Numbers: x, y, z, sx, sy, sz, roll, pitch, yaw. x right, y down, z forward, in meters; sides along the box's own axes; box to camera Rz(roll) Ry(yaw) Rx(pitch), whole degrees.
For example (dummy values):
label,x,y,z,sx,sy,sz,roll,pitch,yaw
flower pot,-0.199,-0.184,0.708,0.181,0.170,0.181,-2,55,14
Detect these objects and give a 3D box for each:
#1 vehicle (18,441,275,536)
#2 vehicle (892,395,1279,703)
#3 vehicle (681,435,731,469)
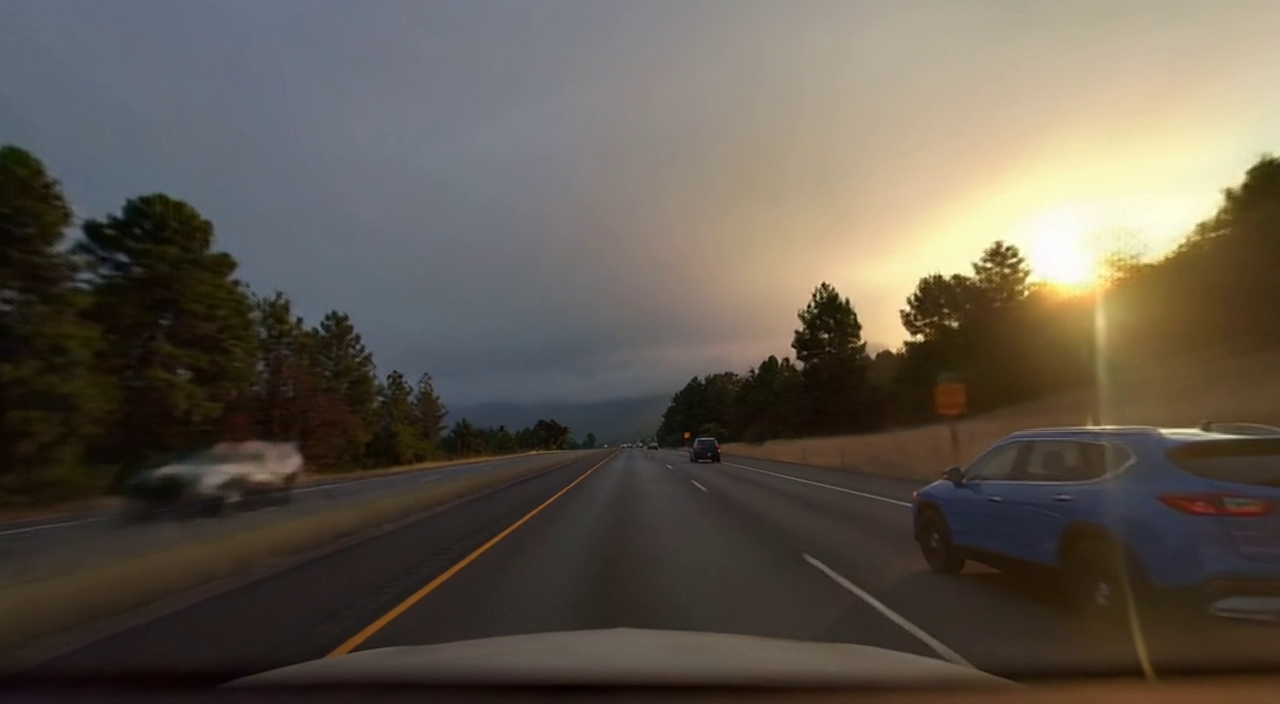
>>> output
label,x,y,z,sx,sy,sz,roll,pitch,yaw
vehicle,-10.983,3.003,14.627,2.323,1.799,4.546,0,-8,-1
vehicle,3.828,1.216,4.764,1.999,1.501,4.221,0,-8,-1
vehicle,3.435,5.265,33.471,2.043,1.673,4.016,0,-8,-2
